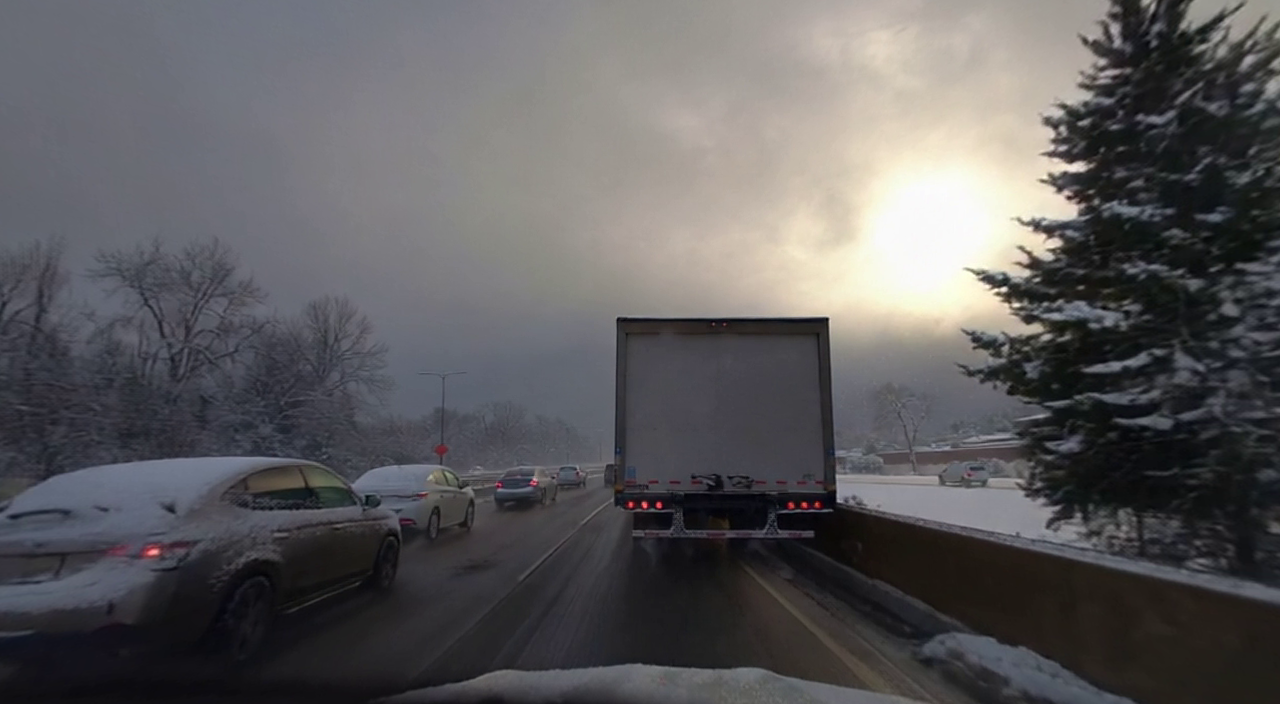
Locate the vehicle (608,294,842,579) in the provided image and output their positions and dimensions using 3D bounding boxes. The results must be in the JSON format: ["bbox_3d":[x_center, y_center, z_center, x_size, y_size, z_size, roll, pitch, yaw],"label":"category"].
[{"bbox_3d":[0.950,1.797,12.196,2.831,3.529,8.689,1,-11,-1],"label":"vehicle"}]

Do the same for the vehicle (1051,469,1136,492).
[{"bbox_3d":[31.372,8.883,43.702,4.299,1.465,1.807,-2,-11,13],"label":"vehicle"}]

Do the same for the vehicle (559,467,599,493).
[{"bbox_3d":[-3.524,7.466,36.849,1.867,1.418,3.670,0,-11,1],"label":"vehicle"}]

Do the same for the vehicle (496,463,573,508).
[{"bbox_3d":[-3.768,4.885,23.314,1.964,1.482,4.371,0,-11,1],"label":"vehicle"}]

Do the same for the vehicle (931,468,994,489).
[{"bbox_3d":[24.418,9.556,47.814,4.107,1.485,1.796,-5,-12,27],"label":"vehicle"}]

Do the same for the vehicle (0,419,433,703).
[{"bbox_3d":[-3.511,1.485,5.137,1.983,1.509,4.679,1,-11,1],"label":"vehicle"}]

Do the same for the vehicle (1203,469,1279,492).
[{"bbox_3d":[41.179,8.764,42.904,3.974,1.485,1.709,1,-11,-2],"label":"vehicle"}]
